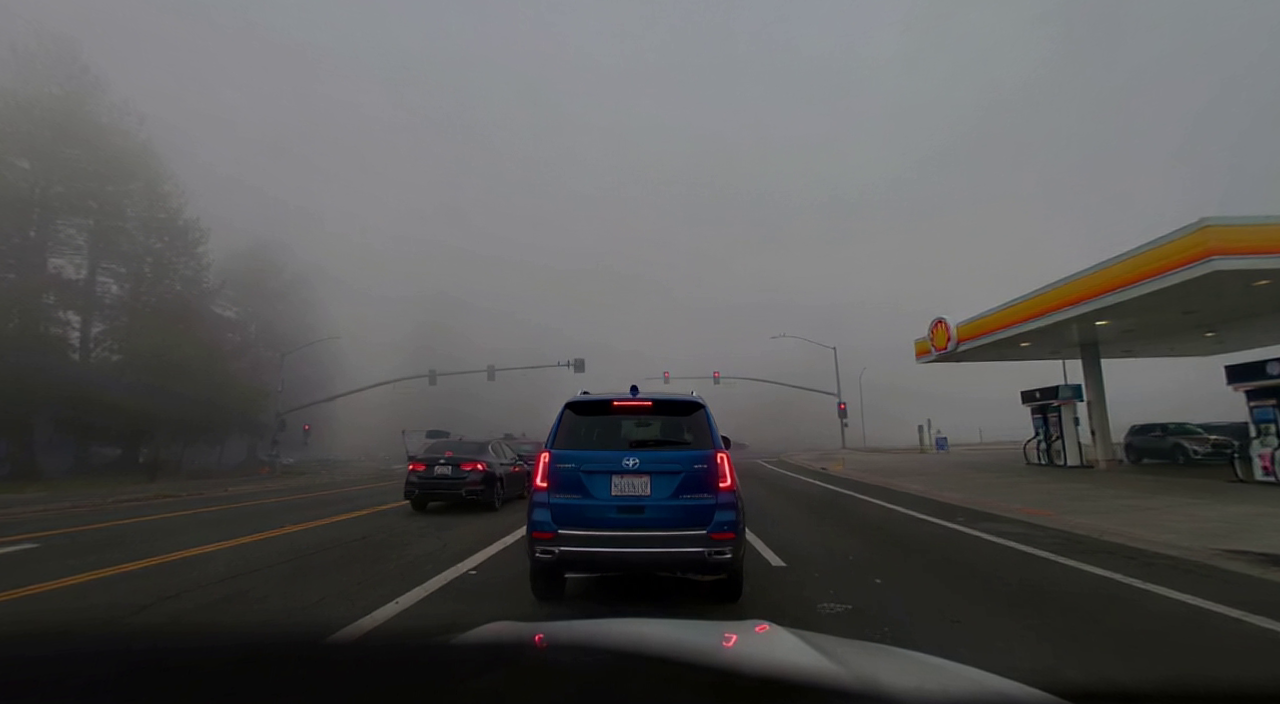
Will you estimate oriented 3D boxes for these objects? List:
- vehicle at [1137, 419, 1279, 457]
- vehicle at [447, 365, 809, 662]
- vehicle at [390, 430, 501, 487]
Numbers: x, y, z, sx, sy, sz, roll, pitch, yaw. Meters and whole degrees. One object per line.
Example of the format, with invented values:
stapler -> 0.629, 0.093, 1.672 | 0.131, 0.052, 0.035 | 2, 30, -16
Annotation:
vehicle -> 25.945, 3.962, 28.780 | 4.551, 1.616, 1.973 | -2, -9, 11
vehicle -> 0.011, 1.317, 6.141 | 2.236, 1.819, 4.291 | -1, -9, 3
vehicle -> -6.644, 3.709, 22.164 | 2.065, 1.753, 4.525 | -1, -9, 6
